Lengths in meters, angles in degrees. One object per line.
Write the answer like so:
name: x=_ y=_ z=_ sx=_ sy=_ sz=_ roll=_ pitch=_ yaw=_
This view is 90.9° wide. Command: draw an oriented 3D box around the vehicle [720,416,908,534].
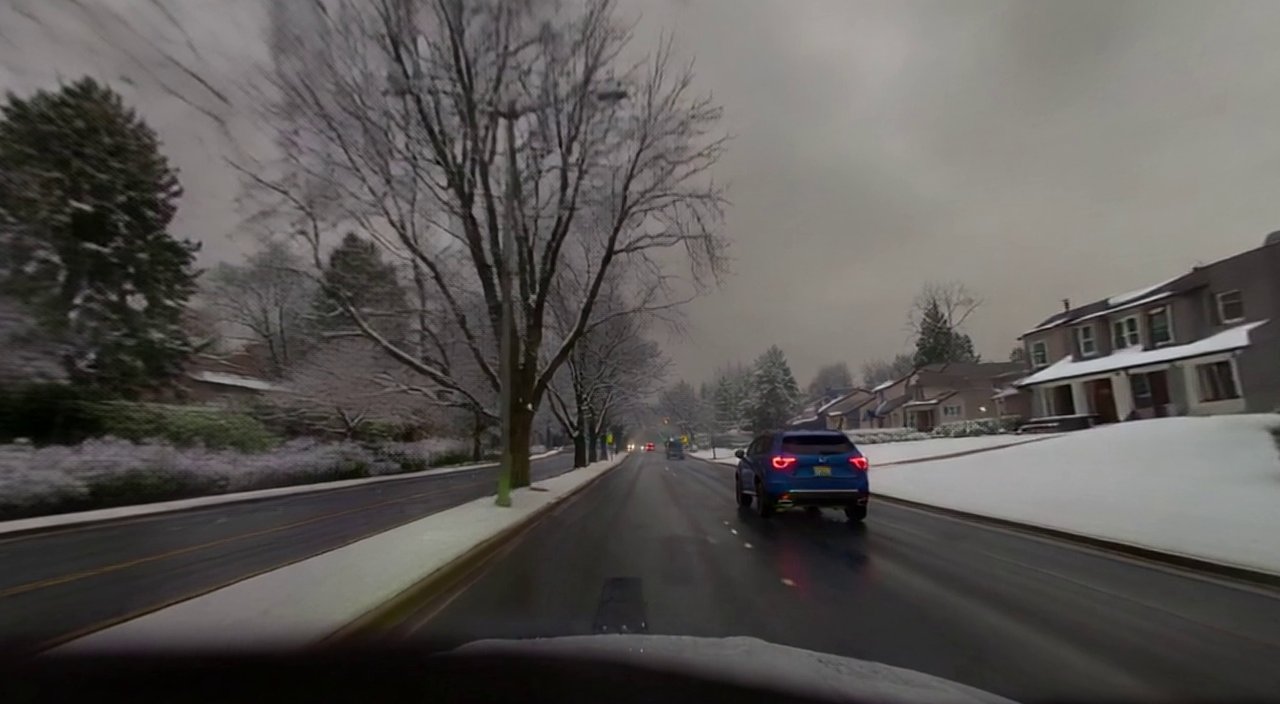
vehicle: x=2.943 y=2.208 z=11.945 sx=2.180 sy=1.773 sz=4.639 roll=0 pitch=-8 yaw=-1
